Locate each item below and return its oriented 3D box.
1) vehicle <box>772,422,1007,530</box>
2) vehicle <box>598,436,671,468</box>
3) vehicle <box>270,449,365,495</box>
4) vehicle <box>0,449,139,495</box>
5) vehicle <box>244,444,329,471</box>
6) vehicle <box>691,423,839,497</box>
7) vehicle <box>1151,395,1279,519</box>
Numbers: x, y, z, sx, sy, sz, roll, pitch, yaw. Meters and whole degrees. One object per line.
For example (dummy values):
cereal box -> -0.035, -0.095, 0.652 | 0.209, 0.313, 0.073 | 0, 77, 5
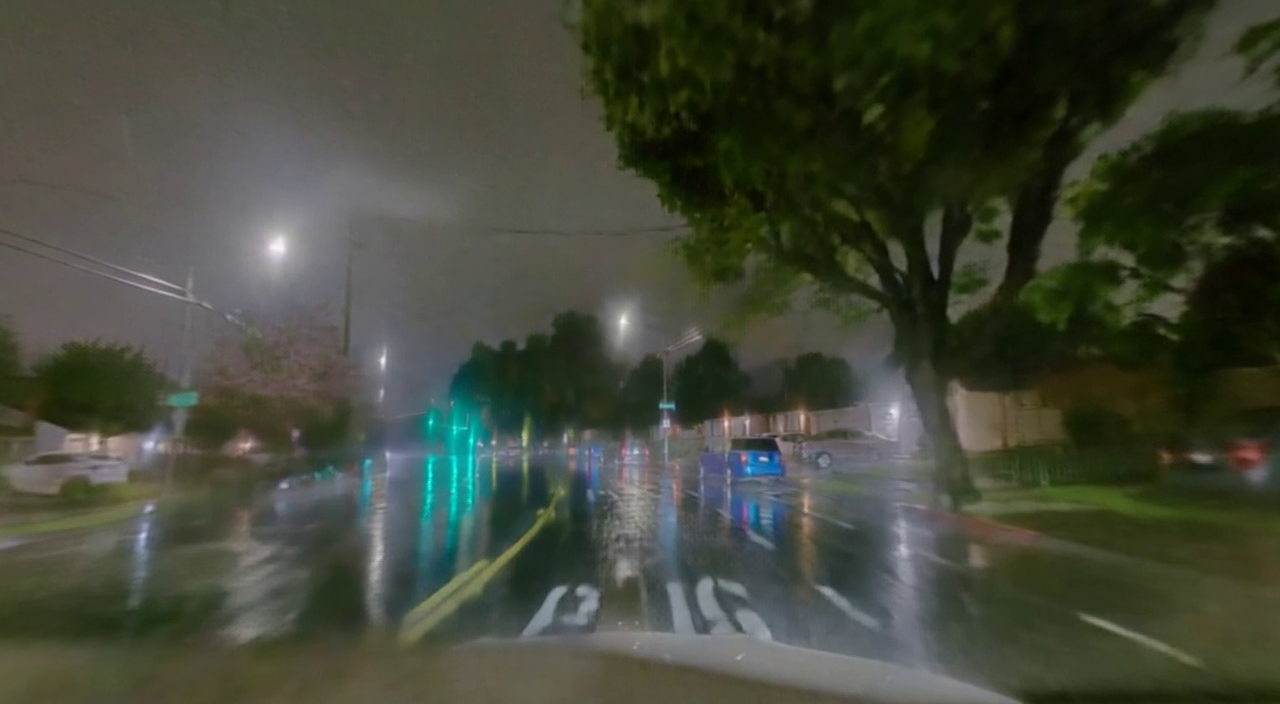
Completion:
vehicle -> 4.802, 2.490, 13.594 | 1.954, 1.732, 6.409 | 1, -8, -6
vehicle -> -0.543, 6.219, 39.274 | 2.723, 1.785, 7.174 | 2, -9, -16
vehicle -> -13.424, 4.960, 26.532 | 2.292, 1.499, 4.661 | -4, -7, -11
vehicle -> -20.965, 4.311, 23.067 | 1.942, 1.464, 4.537 | 2, -9, -9
vehicle -> -24.466, 7.292, 43.676 | 4.483, 1.730, 2.437 | 0, -8, 5
vehicle -> 3.746, 3.435, 20.644 | 2.402, 1.889, 6.910 | 5, -9, -9
vehicle -> 11.746, 1.529, 10.360 | 4.882, 1.766, 2.040 | -4, -8, -4
